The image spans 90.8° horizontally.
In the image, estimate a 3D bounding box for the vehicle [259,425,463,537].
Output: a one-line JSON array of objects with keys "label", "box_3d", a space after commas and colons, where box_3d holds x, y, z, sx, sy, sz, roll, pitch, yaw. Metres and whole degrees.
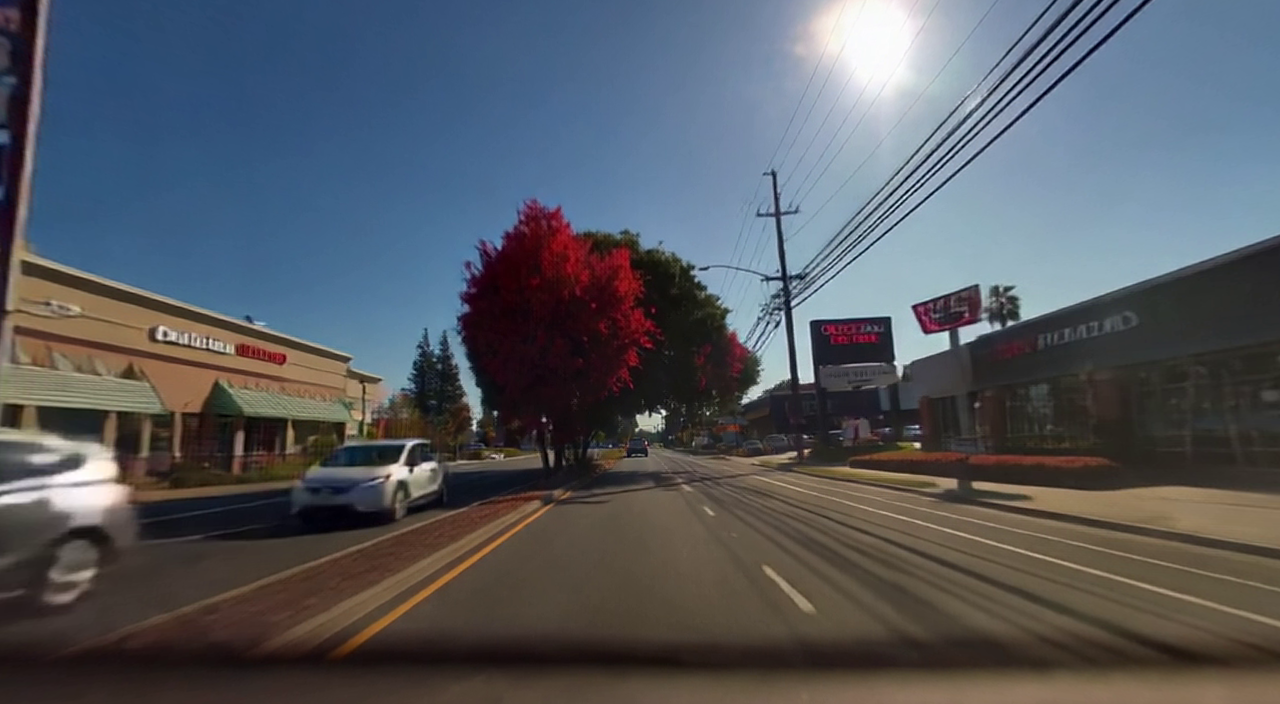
[{"label": "vehicle", "box_3d": [-5.032, 2.340, 12.233, 1.993, 1.680, 4.386, -2, -8, -1]}]

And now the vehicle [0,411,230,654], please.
[{"label": "vehicle", "box_3d": [-5.022, 1.166, 3.916, 1.909, 1.524, 4.614, -2, -8, 0]}]
